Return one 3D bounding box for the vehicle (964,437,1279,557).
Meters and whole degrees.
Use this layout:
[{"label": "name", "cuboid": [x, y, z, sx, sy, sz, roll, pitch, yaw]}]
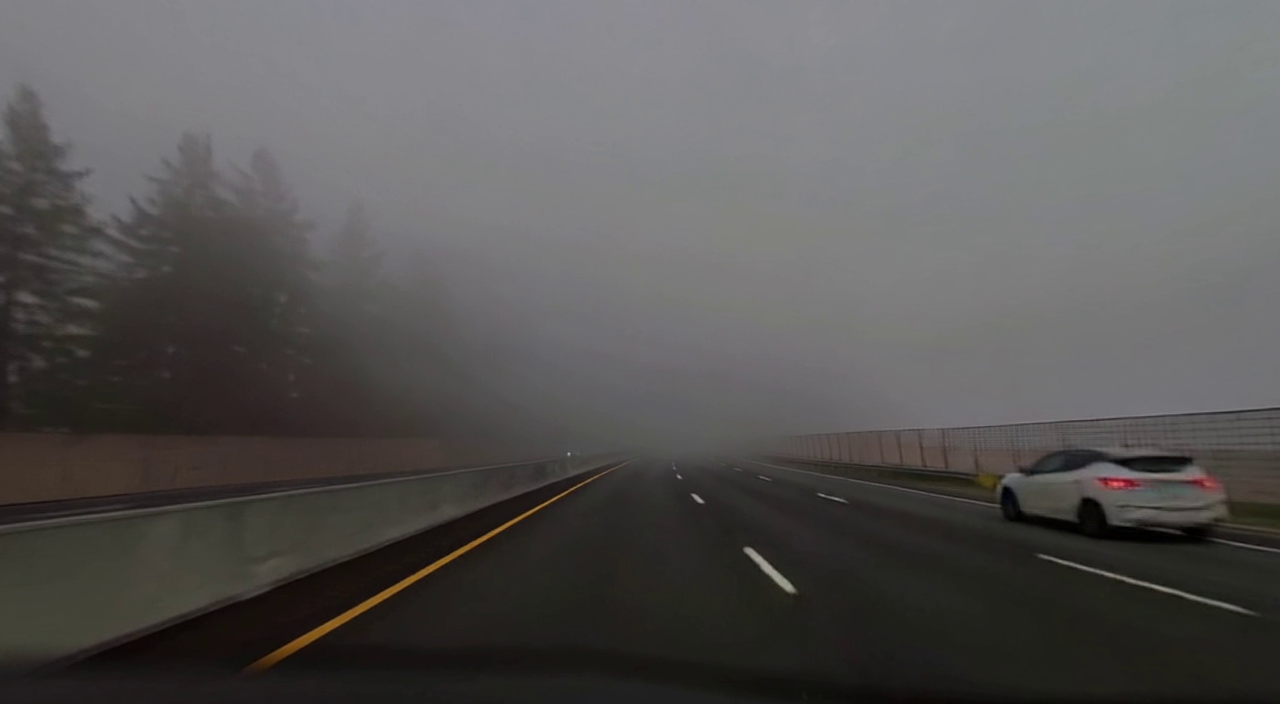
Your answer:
[{"label": "vehicle", "cuboid": [7.549, 2.185, 10.299, 1.983, 1.486, 4.545, 0, -9, -1]}]
